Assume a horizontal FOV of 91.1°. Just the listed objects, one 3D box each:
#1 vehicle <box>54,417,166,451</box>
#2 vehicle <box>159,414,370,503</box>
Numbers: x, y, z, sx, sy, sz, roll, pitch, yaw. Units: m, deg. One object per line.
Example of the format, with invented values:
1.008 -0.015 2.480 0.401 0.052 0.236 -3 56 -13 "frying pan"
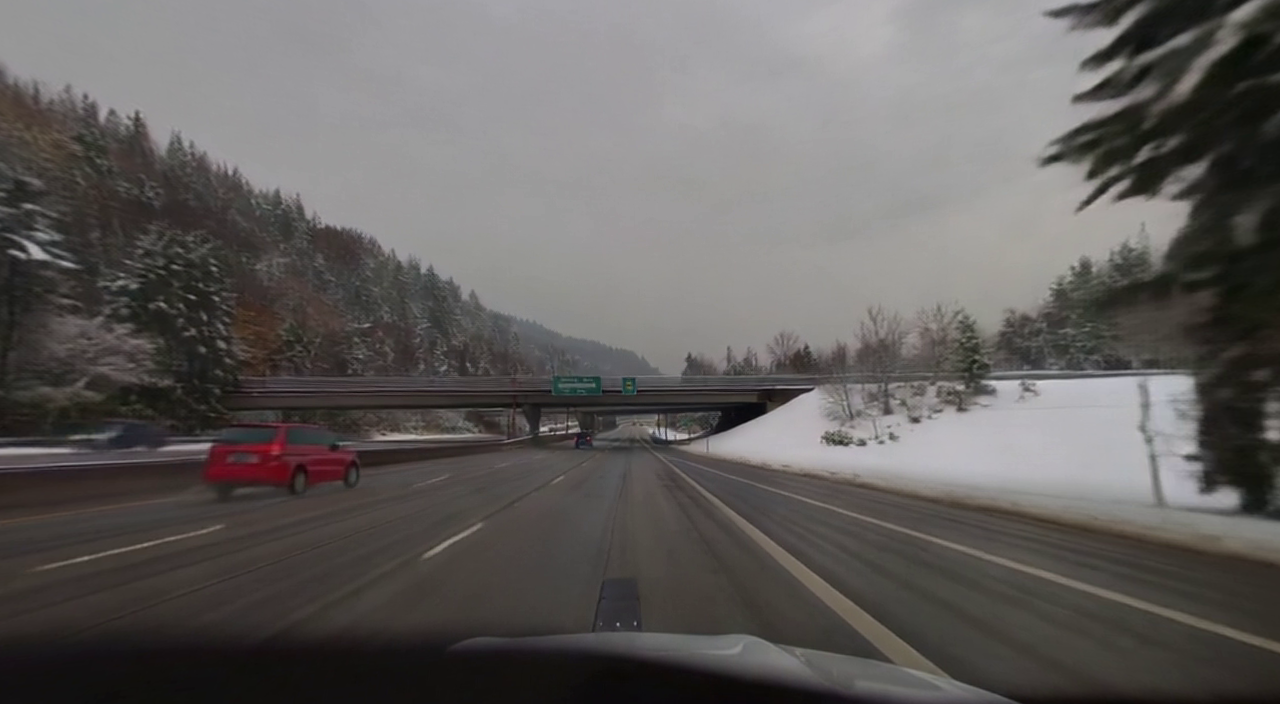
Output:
-26.108 4.083 31.174 1.962 1.542 4.111 0 -8 0 "vehicle"
-8.157 2.340 14.314 1.987 1.677 4.580 0 -8 -1 "vehicle"
